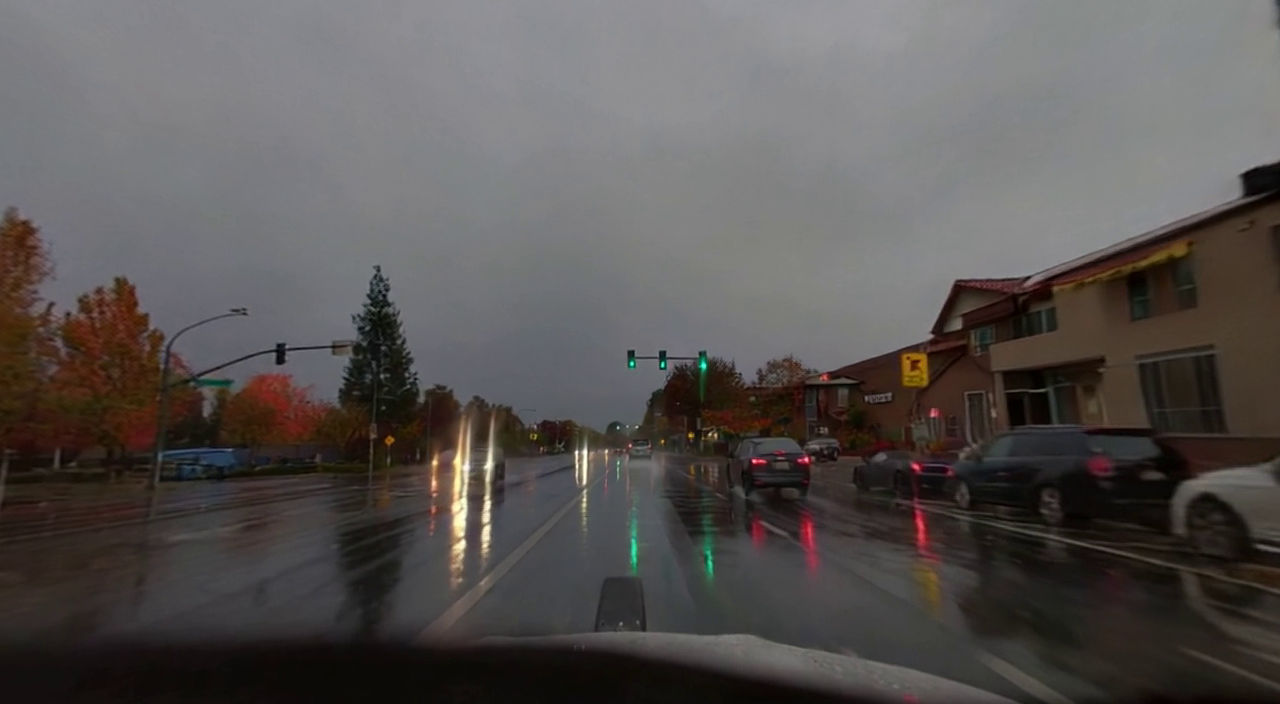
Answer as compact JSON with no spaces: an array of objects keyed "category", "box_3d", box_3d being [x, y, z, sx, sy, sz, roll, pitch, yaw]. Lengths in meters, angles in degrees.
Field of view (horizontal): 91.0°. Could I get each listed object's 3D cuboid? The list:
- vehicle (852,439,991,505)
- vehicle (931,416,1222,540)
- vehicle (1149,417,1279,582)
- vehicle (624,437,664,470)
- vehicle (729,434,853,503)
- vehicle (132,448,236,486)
[{"category":"vehicle","box_3d":[7.198,3.083,16.590,1.852,1.494,3.850,0,-9,0]},{"category":"vehicle","box_3d":[7.150,2.098,11.071,1.934,1.723,4.414,0,-9,0]},{"category":"vehicle","box_3d":[7.192,1.358,5.604,1.876,1.598,4.171,0,-9,2]},{"category":"vehicle","box_3d":[0.204,6.188,38.580,2.239,1.856,4.815,0,-9,-1]},{"category":"vehicle","box_3d":[3.736,2.984,16.488,2.178,1.546,4.311,0,-9,0]},{"category":"vehicle","box_3d":[-35.136,8.859,48.627,5.947,2.769,2.763,-1,-9,6]}]
